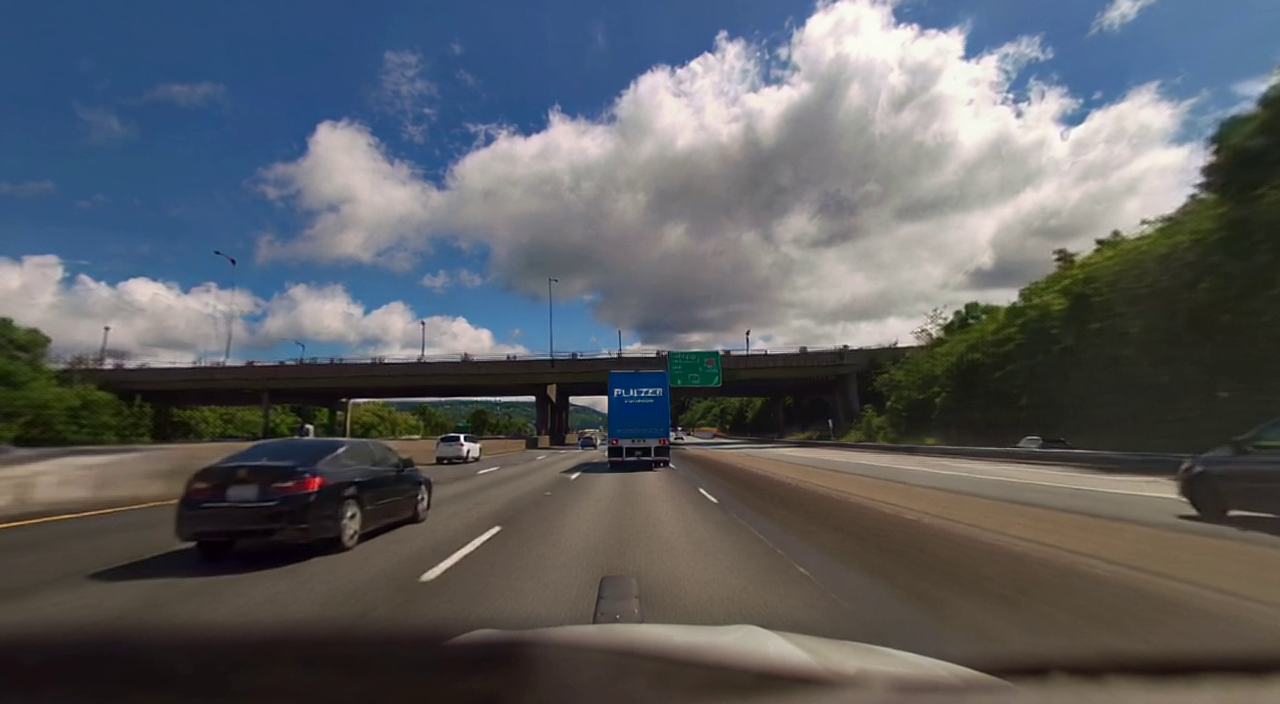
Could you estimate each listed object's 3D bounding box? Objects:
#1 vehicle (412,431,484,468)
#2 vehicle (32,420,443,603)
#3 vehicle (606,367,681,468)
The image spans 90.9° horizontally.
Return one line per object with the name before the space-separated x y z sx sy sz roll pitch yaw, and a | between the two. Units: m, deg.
vehicle | -8.591 4.394 28.597 2.041 1.566 3.986 0 -8 0
vehicle | -3.868 1.554 7.158 1.943 1.446 4.158 0 -8 0
vehicle | -0.035 3.370 30.690 2.926 3.959 11.818 0 -8 -2
